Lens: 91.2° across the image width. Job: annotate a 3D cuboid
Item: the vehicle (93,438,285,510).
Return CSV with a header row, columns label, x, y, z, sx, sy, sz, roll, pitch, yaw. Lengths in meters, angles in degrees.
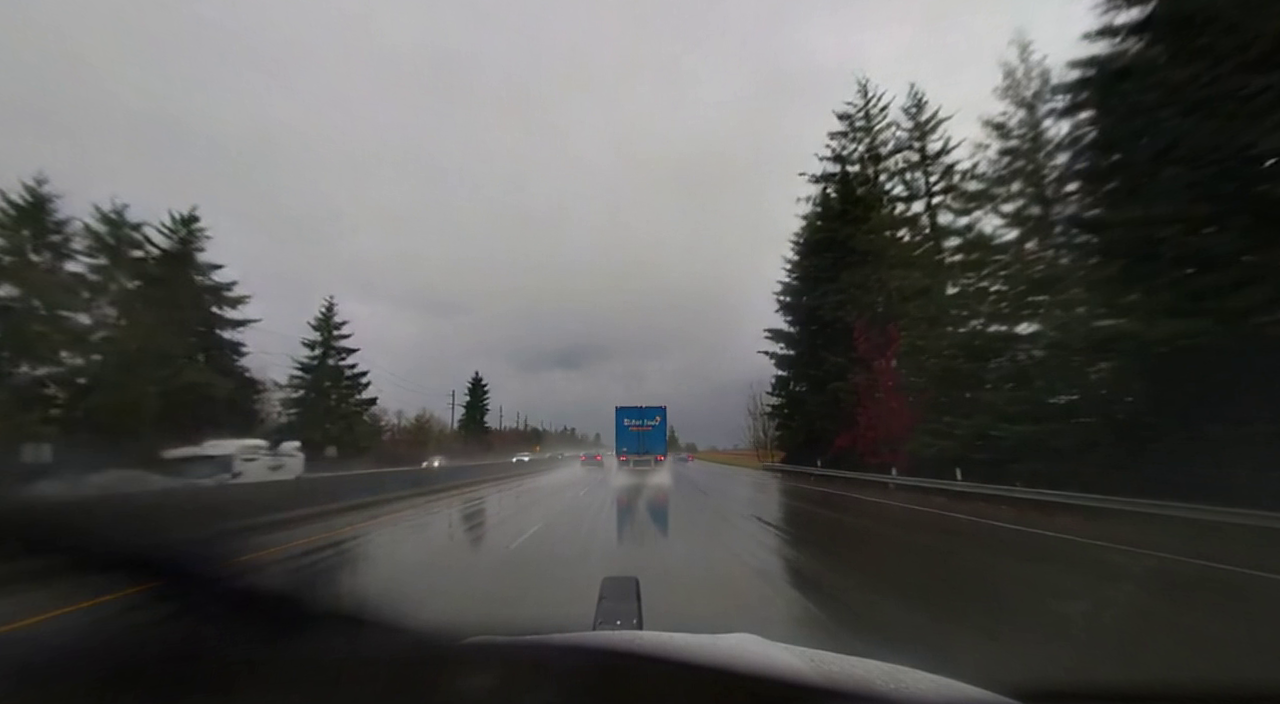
label,x,y,z,sx,sy,sz,roll,pitch,yaw
vehicle,-16.930,4.581,24.224,2.502,2.373,6.551,0,-9,0
